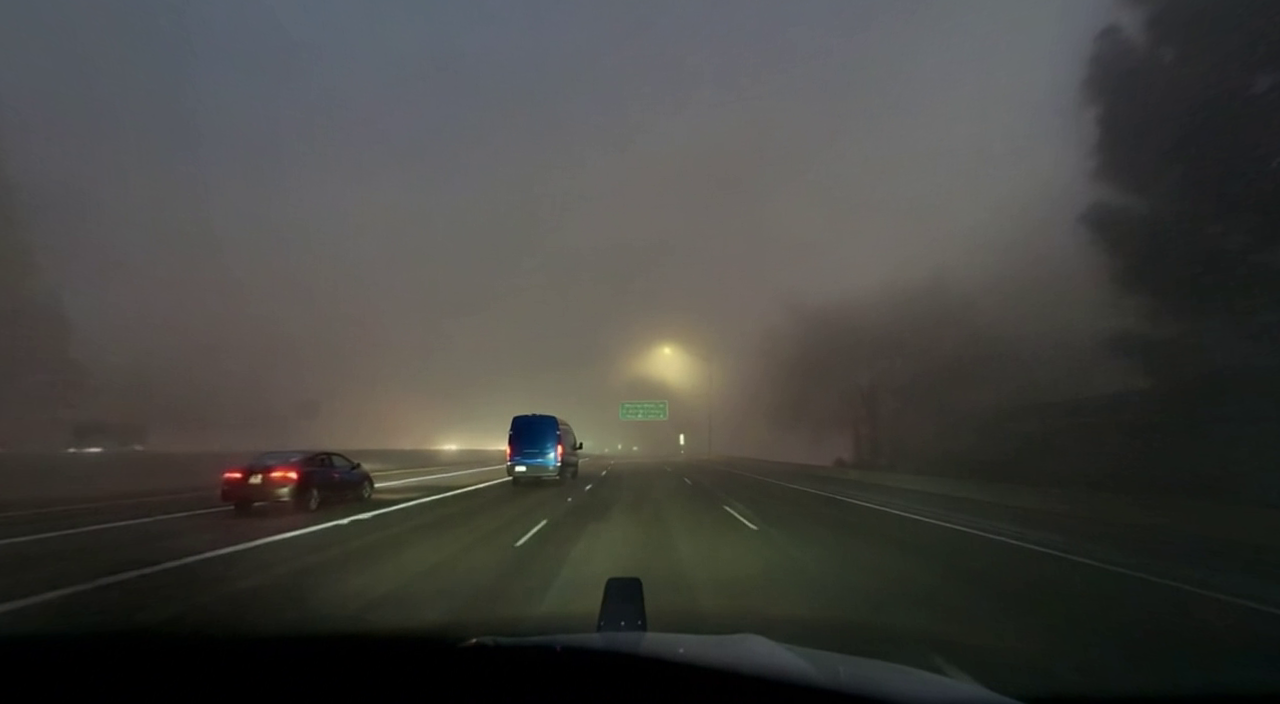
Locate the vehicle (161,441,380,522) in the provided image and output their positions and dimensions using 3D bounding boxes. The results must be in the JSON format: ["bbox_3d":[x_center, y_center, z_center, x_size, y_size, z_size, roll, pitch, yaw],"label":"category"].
[{"bbox_3d":[-7.894,2.773,14.145,1.987,1.490,4.781,0,-8,0],"label":"vehicle"}]

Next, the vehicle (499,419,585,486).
[{"bbox_3d":[-3.609,3.851,24.273,2.372,2.248,5.393,0,-9,1],"label":"vehicle"}]
